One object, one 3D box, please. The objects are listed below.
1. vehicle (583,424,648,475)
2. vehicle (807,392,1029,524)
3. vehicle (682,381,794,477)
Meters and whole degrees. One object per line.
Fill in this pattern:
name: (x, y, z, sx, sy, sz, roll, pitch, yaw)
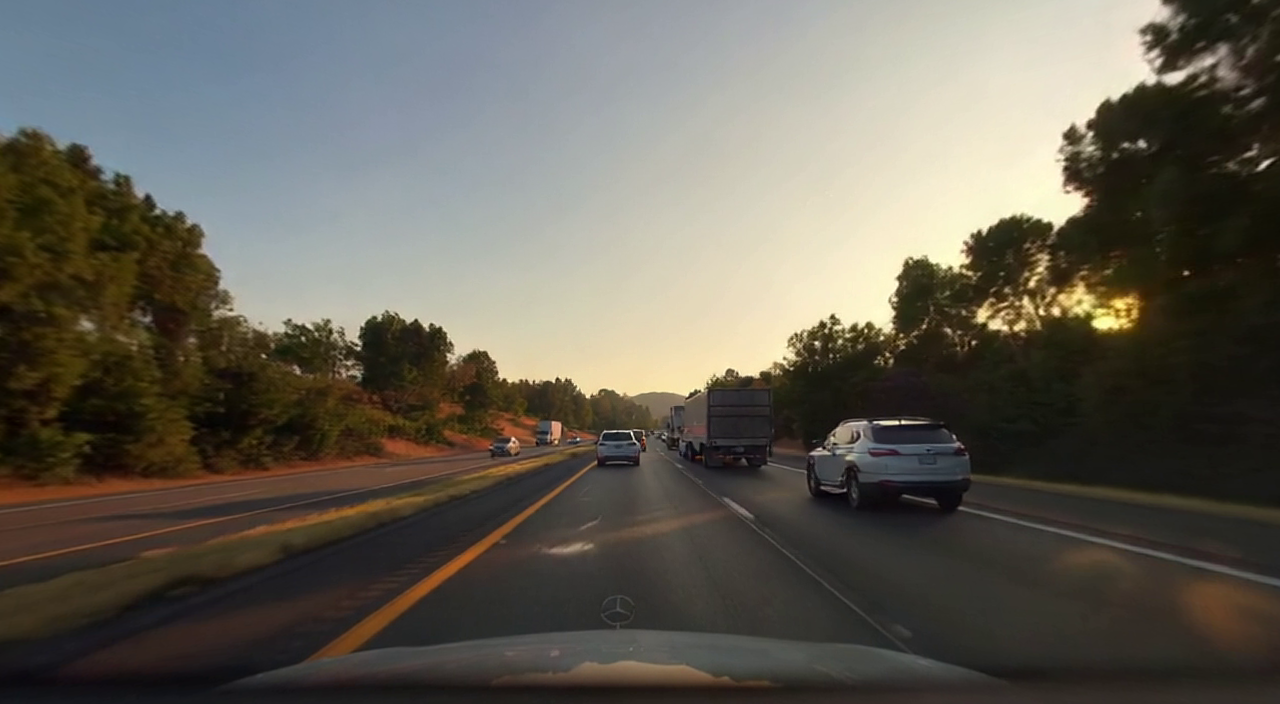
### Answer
vehicle: (-0.812, 3.410, 22.330, 2.082, 1.638, 4.055, 0, -7, 0)
vehicle: (4.563, 1.785, 11.144, 2.011, 1.905, 3.905, 0, -8, -2)
vehicle: (3.377, 2.982, 24.207, 2.723, 3.027, 8.478, 0, -7, -1)
